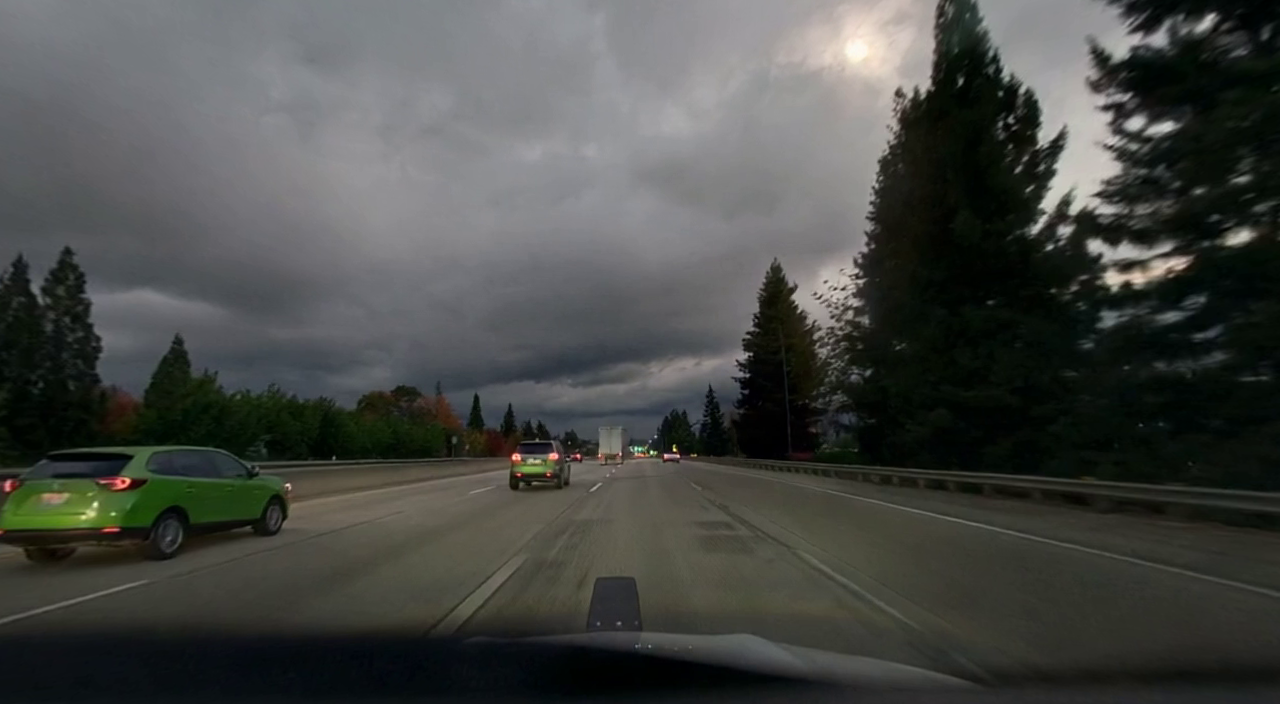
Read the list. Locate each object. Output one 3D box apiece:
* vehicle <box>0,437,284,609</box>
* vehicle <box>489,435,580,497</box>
[{"bbox_3d":[-6.651,1.848,7.798,1.969,1.520,4.190,0,-9,1],"label":"vehicle"},{"bbox_3d":[-3.219,3.600,20.203,2.111,1.742,4.315,0,-9,1],"label":"vehicle"}]
